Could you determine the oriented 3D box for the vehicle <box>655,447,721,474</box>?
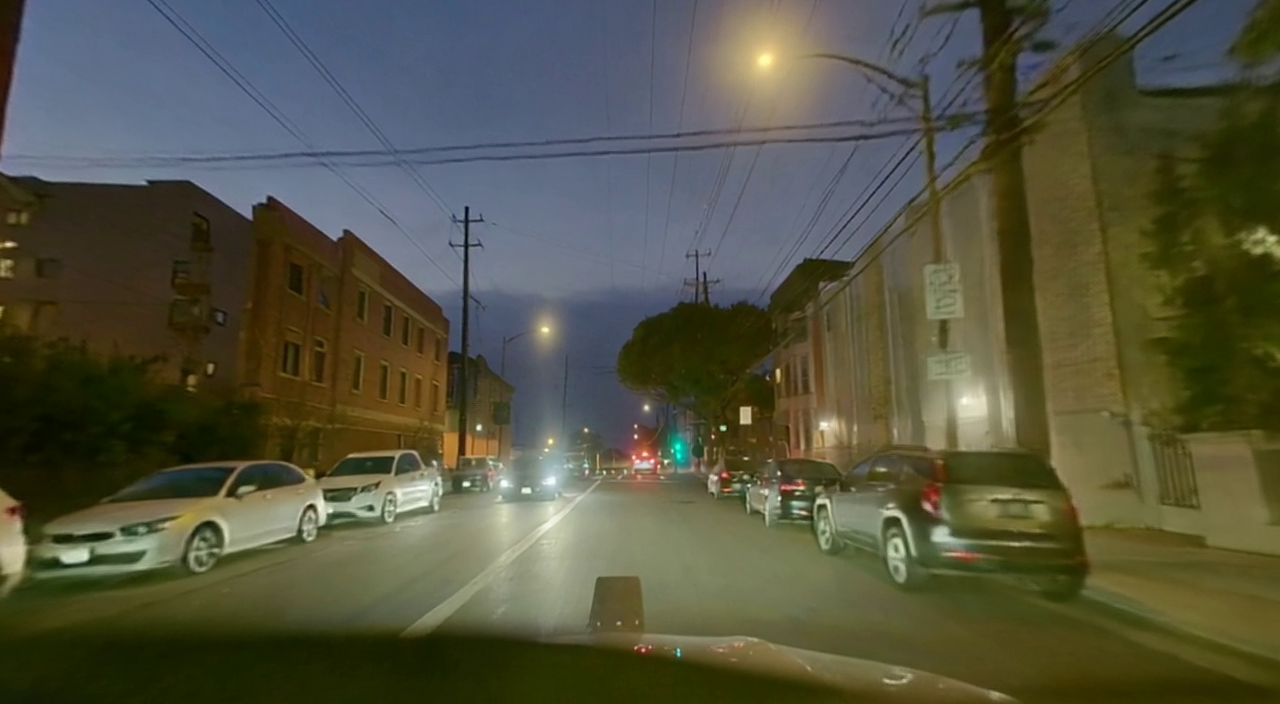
[{"bbox_3d":[3.755,8.341,48.735,5.167,1.895,2.140,7,-11,-42],"label":"vehicle"}]

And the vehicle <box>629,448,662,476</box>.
[{"bbox_3d":[0.400,7.178,41.454,2.059,1.736,3.994,0,-9,1],"label":"vehicle"}]

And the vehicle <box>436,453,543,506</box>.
[{"bbox_3d":[-5.198,4.212,21.357,1.994,1.510,4.802,5,-10,-32],"label":"vehicle"}]

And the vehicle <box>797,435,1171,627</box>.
[{"bbox_3d":[3.385,1.798,7.404,1.895,1.553,4.235,0,-9,-1],"label":"vehicle"}]

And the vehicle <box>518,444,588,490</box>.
[{"bbox_3d":[-3.762,5.061,28.217,2.236,1.834,4.743,-1,-9,3],"label":"vehicle"}]

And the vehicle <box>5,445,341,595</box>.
[{"bbox_3d":[-6.680,2.351,9.867,1.925,1.759,4.396,0,-9,-2],"label":"vehicle"}]

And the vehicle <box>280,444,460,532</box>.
[{"bbox_3d":[-6.703,3.398,16.683,2.263,1.882,5.706,0,-9,0],"label":"vehicle"}]
